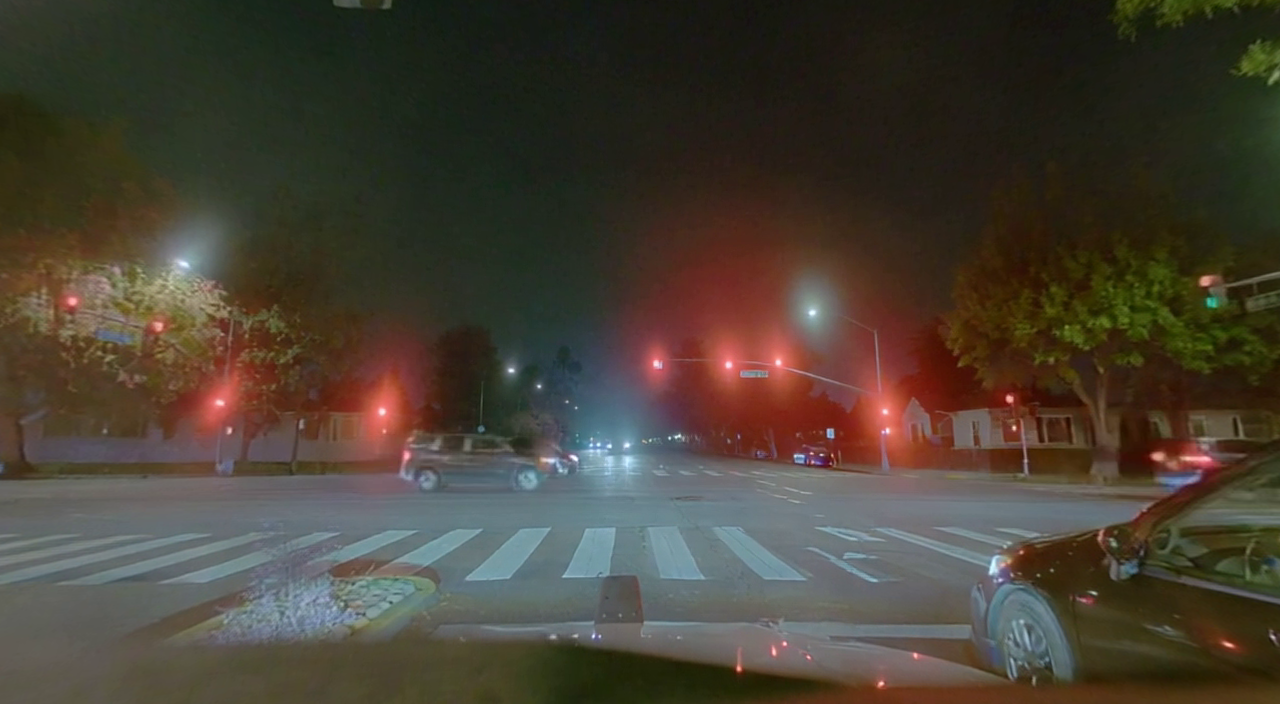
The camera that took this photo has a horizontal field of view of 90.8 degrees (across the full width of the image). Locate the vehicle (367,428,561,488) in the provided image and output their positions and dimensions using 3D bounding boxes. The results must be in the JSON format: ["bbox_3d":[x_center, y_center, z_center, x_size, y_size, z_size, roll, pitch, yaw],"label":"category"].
[{"bbox_3d":[-5.314,3.268,19.672,5.403,1.759,2.040,0,-9,0],"label":"vehicle"}]

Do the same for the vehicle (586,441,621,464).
[{"bbox_3d":[-2.390,6.713,42.281,2.046,1.491,4.118,0,-9,1],"label":"vehicle"}]

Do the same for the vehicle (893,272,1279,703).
[{"bbox_3d":[2.731,0.710,1.726,2.085,1.800,4.908,0,-9,1],"label":"vehicle"}]
